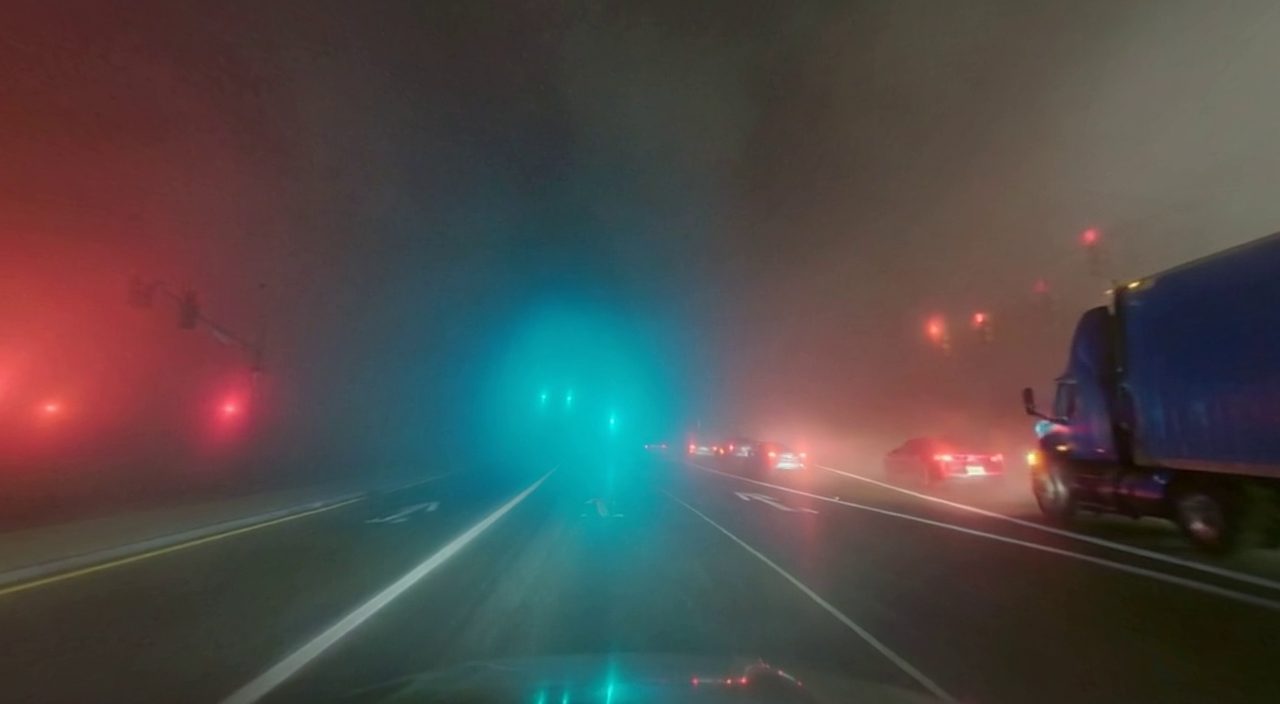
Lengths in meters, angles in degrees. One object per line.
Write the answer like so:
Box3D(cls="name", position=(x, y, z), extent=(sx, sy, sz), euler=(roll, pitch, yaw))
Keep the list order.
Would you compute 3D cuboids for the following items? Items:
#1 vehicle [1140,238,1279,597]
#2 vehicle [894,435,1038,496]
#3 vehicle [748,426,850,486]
Box3D(cls="vehicle", position=(6.469, 0.150, 2.520), extent=(2.625, 2.975, 8.237), euler=(-1, -8, 4))
Box3D(cls="vehicle", position=(9.332, 3.237, 18.435), extent=(1.919, 1.545, 3.885), euler=(0, -7, -4))
Box3D(cls="vehicle", position=(5.017, 3.330, 20.467), extent=(1.917, 1.748, 4.003), euler=(0, -8, -5))
